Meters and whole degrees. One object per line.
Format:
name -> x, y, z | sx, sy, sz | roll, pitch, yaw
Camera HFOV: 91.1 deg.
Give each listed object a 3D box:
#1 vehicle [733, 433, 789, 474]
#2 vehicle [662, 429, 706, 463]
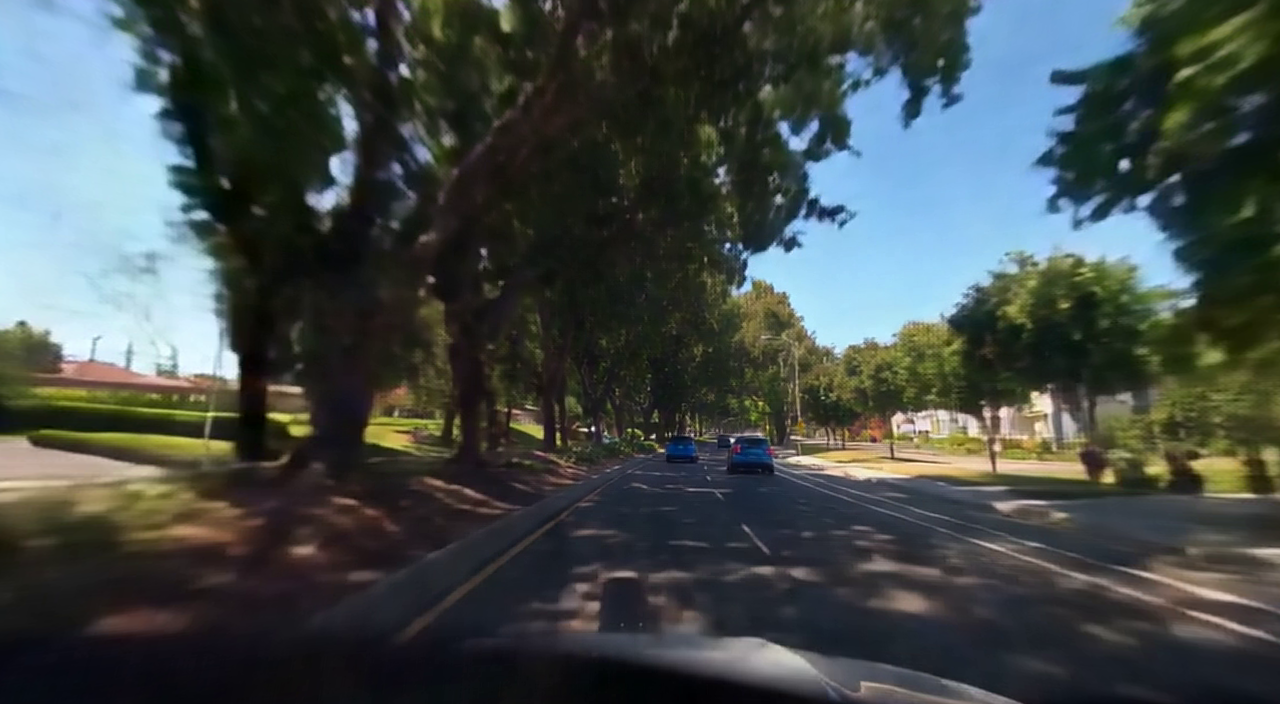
vehicle -> 5.254, 4.471, 27.874 | 1.971, 1.663, 4.287 | -1, -8, 5
vehicle -> 2.637, 5.439, 36.315 | 2.251, 1.822, 4.391 | -1, -8, 7
